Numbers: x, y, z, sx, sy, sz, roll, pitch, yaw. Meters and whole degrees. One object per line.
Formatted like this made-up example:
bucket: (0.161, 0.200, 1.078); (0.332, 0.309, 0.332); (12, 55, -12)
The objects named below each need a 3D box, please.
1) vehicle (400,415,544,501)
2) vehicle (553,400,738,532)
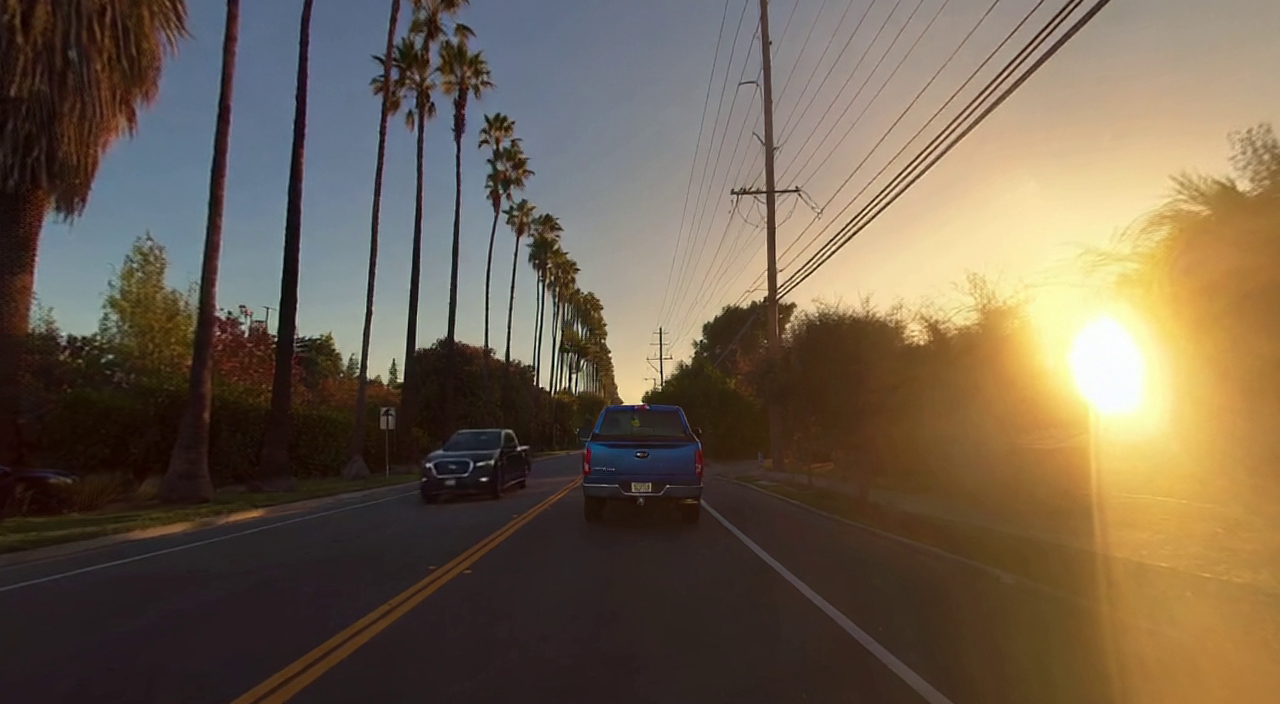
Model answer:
vehicle: (-4.438, 2.955, 17.867); (2.590, 2.032, 5.566); (0, -8, -1)
vehicle: (0.053, 2.177, 12.615); (2.803, 2.005, 5.885); (0, -8, -1)
